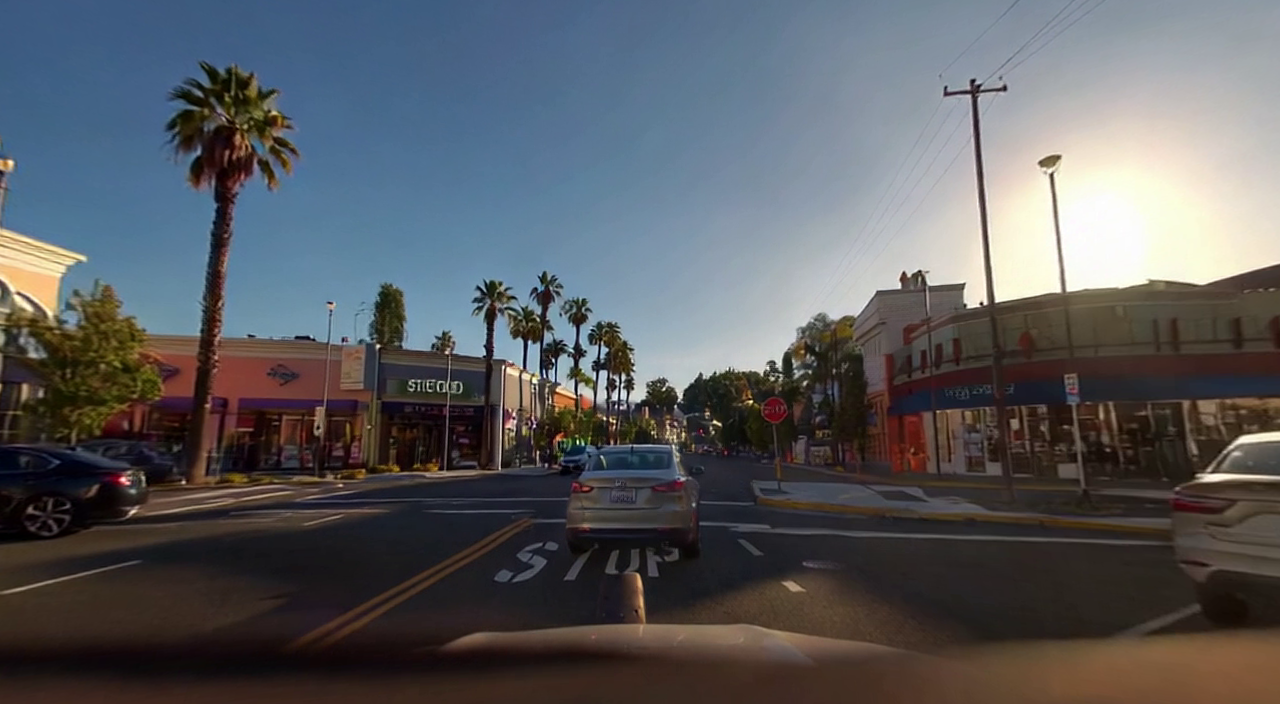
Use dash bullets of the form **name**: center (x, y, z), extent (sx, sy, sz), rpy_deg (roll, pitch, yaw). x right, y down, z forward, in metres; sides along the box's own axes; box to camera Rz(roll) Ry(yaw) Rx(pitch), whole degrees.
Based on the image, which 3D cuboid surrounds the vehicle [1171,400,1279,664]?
- **vehicle**: center (6.091, 1.325, 5.263), extent (4.623, 1.650, 1.937), rpy_deg (8, -12, -44)

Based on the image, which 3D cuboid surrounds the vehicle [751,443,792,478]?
- **vehicle**: center (9.421, 7.723, 45.324), extent (2.467, 2.369, 1.577), rpy_deg (5, -9, -37)

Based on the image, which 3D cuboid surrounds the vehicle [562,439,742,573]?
- **vehicle**: center (0.259, 2.035, 9.166), extent (2.031, 1.479, 3.969), rpy_deg (-1, -9, 4)

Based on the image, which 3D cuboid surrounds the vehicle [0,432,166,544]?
- **vehicle**: center (-10.792, 2.222, 10.528), extent (2.089, 1.731, 4.223), rpy_deg (-9, -12, 44)
